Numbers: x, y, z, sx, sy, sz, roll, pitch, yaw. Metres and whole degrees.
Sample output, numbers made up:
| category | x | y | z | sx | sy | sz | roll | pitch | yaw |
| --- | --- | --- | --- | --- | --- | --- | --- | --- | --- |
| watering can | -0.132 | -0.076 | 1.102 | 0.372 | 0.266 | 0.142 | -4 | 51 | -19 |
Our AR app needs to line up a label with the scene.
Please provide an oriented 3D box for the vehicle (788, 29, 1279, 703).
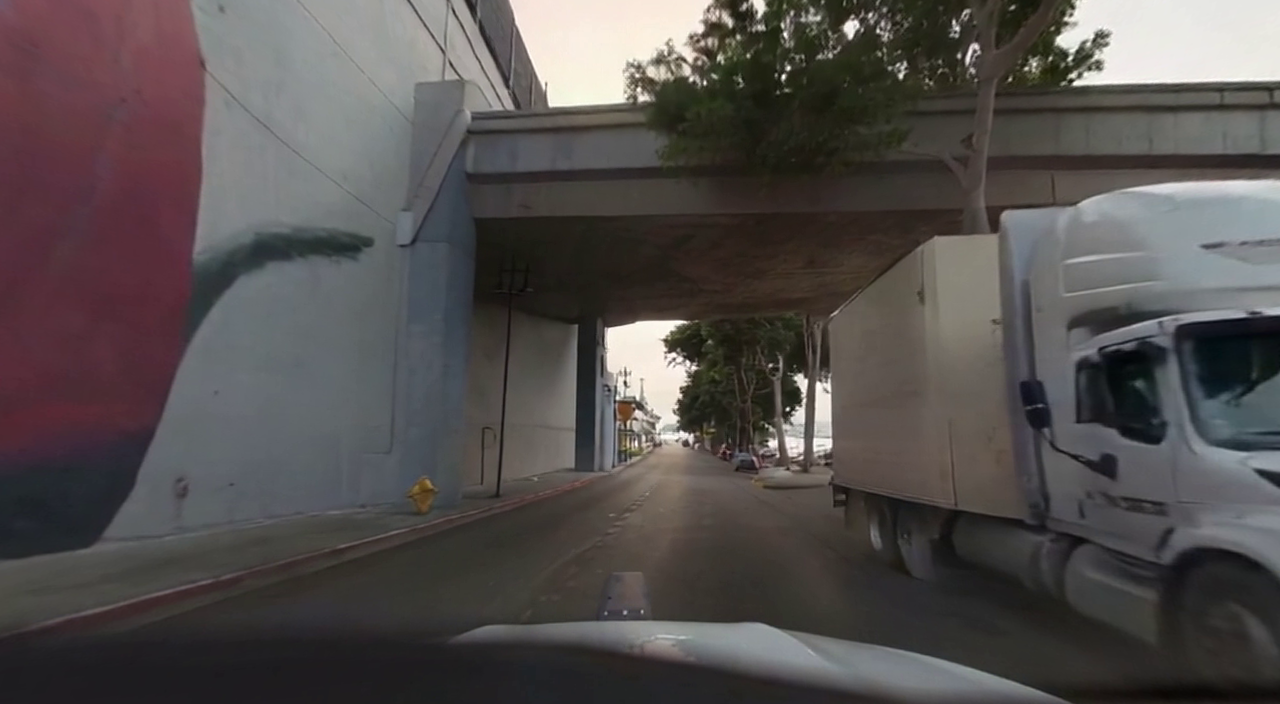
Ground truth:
| category | x | y | z | sx | sy | sz | roll | pitch | yaw |
| --- | --- | --- | --- | --- | --- | --- | --- | --- | --- |
| vehicle | 4.227 | 0.660 | 8.103 | 2.849 | 3.893 | 9.347 | -1 | -8 | 4 |
